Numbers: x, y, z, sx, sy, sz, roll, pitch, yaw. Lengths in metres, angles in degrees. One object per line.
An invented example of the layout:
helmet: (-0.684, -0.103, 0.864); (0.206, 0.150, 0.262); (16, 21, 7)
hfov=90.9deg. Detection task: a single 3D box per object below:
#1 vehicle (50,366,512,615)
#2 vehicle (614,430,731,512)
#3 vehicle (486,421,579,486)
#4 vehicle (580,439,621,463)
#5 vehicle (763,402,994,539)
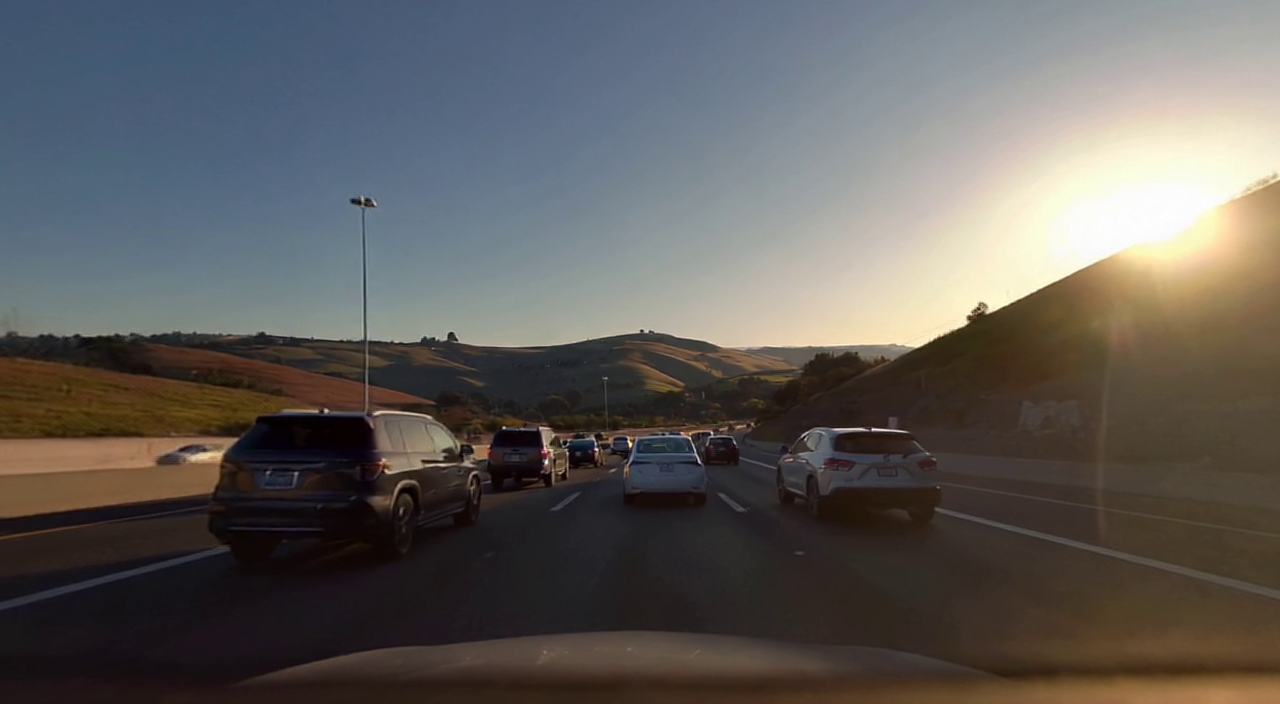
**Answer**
vehicle: (-3.316, 1.442, 7.604); (2.301, 1.902, 5.374); (0, -8, 1)
vehicle: (0.607, 2.457, 13.571); (2.105, 1.471, 4.349); (0, -8, 1)
vehicle: (-3.253, 3.207, 20.209); (1.997, 1.806, 5.002); (0, -8, 2)
vehicle: (-2.343, 6.021, 38.348); (1.973, 1.378, 3.677); (-1, -8, 4)
vehicle: (3.528, 1.860, 10.484); (2.046, 1.765, 4.534); (0, -8, 0)
